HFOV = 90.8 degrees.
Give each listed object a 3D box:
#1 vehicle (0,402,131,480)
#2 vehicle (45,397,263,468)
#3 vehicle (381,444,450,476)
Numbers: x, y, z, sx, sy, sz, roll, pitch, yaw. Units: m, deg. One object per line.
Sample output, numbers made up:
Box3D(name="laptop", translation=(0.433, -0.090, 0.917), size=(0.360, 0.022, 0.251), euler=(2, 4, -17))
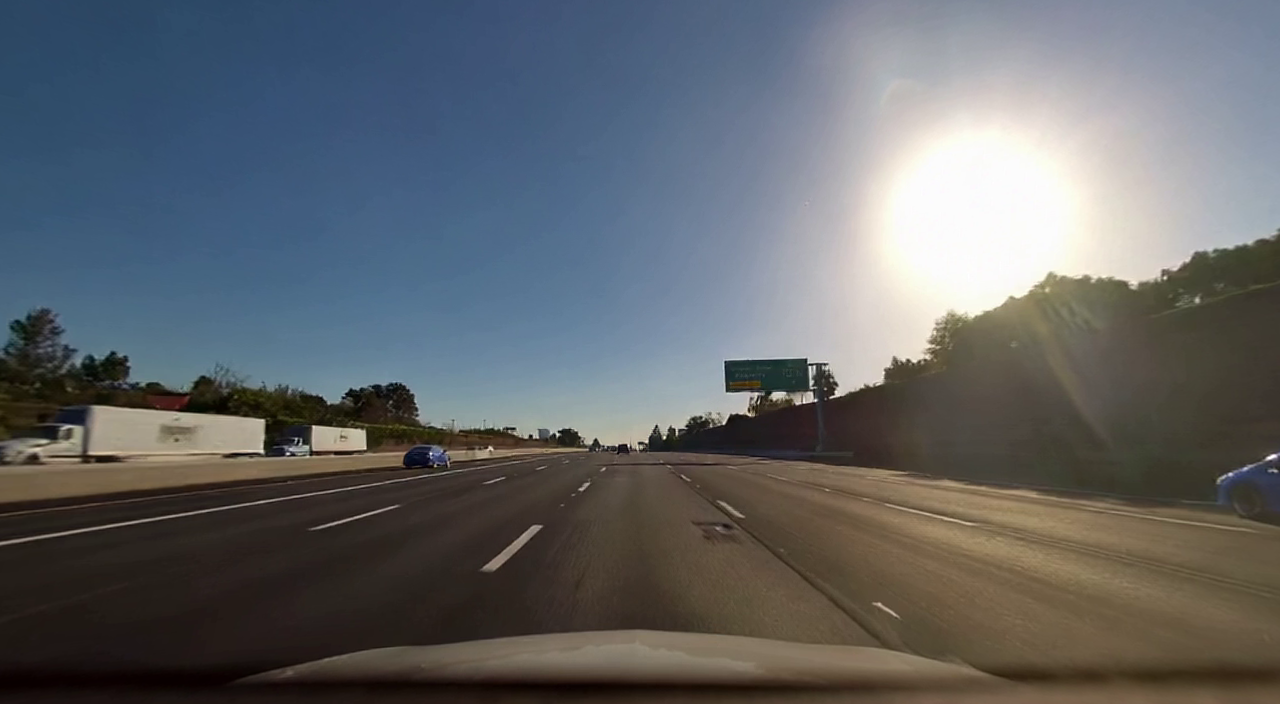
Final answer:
Box3D(name="vehicle", translation=(-34.248, 5.128, 36.255), size=(3.017, 3.954, 8.238), euler=(0, -9, 0))
Box3D(name="vehicle", translation=(-34.412, 6.379, 46.665), size=(2.899, 4.057, 16.924), euler=(-1, -11, -1))
Box3D(name="vehicle", translation=(-11.243, 5.425, 31.983), size=(1.921, 1.452, 4.429), euler=(0, -9, 0))
